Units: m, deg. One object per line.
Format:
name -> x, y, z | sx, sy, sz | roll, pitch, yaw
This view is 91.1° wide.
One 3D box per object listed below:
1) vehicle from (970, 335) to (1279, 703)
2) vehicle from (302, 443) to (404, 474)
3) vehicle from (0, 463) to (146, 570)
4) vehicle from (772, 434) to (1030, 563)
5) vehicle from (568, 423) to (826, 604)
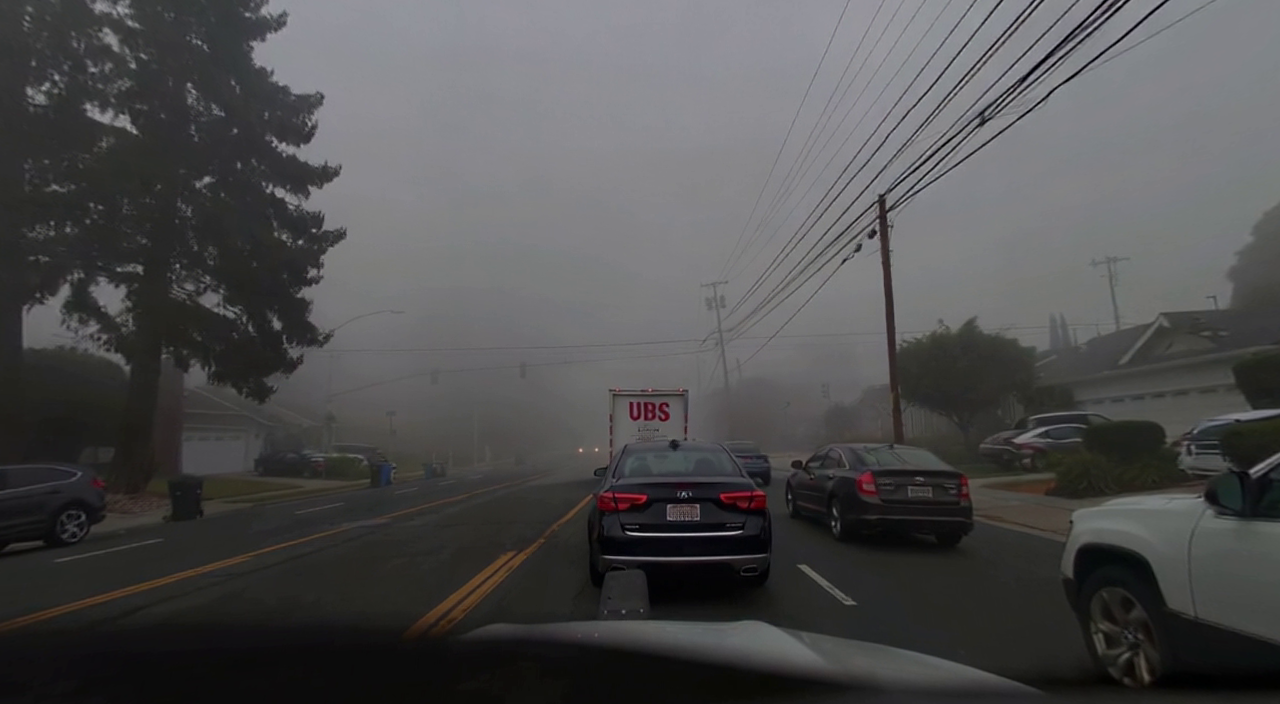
vehicle -> 3.304, 0.759, 1.899 | 2.069, 1.722, 4.888 | 0, -8, 2
vehicle -> -17.428, 6.467, 38.247 | 5.274, 1.793, 1.921 | 0, -8, 2
vehicle -> -10.353, 2.482, 9.442 | 1.925, 1.482, 4.753 | 0, -8, 0
vehicle -> 3.513, 2.040, 9.581 | 1.993, 1.479, 4.487 | 0, -8, 0
vehicle -> 0.475, 1.684, 7.515 | 2.158, 1.499, 4.377 | 0, -8, 0
